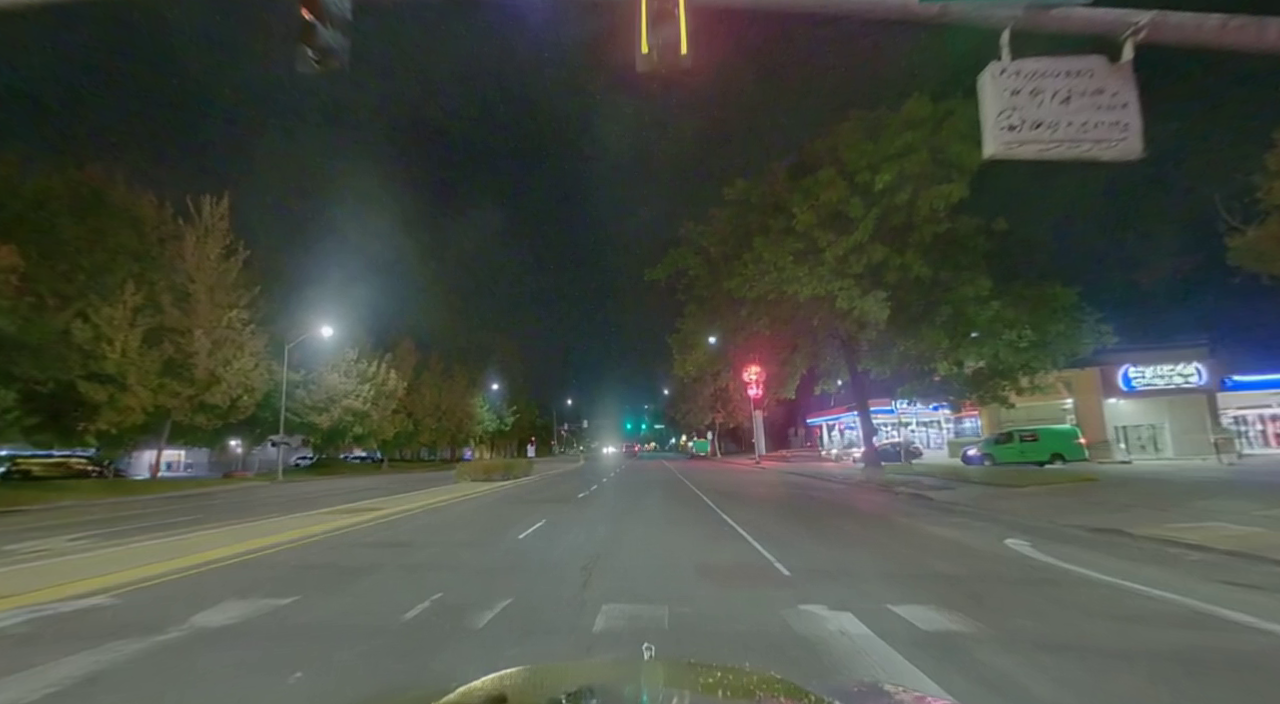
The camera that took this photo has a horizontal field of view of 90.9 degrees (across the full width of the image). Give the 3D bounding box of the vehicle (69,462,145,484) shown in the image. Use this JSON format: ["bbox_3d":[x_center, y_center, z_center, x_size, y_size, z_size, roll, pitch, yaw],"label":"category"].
[{"bbox_3d":[-39.160,8.888,46.421,1.784,1.385,4.365,0,-8,0],"label":"vehicle"}]

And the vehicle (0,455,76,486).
[{"bbox_3d":[-44.876,8.700,46.544,1.967,1.945,4.695,-4,-8,2],"label":"vehicle"}]

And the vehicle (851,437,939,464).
[{"bbox_3d":[15.426,5.952,38.262,4.510,1.517,2.035,1,-9,-12],"label":"vehicle"}]
